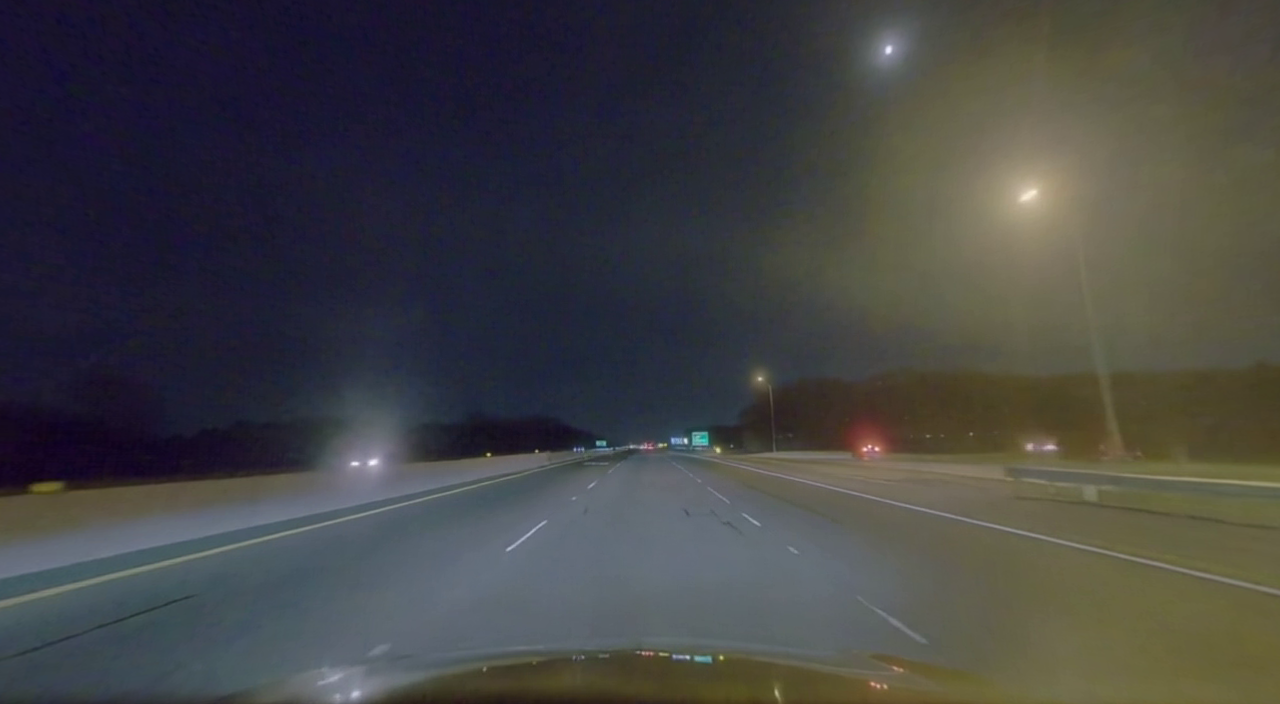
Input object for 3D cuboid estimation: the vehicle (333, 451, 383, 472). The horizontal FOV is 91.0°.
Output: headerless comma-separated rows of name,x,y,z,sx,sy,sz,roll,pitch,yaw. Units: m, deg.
vehicle,-20.539,7.977,45.995,1.739,1.394,3.804,0,-8,2
